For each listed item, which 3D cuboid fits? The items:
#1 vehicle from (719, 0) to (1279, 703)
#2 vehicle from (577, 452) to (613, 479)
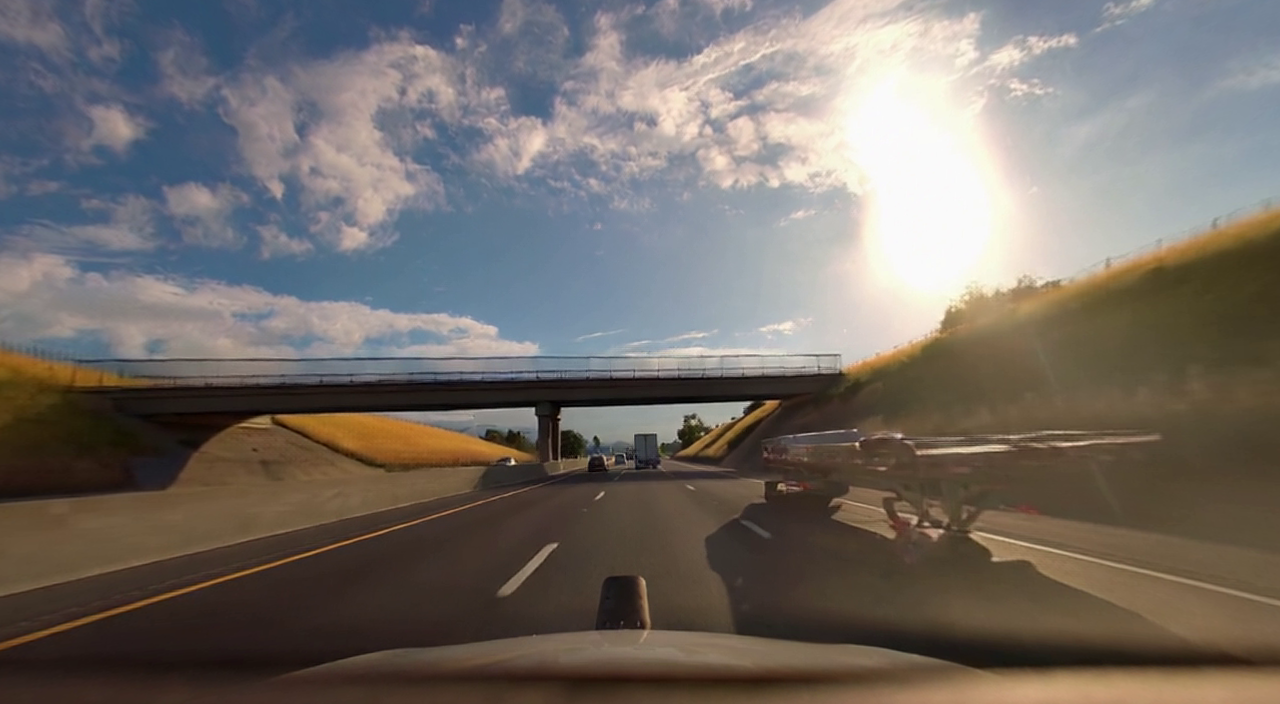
[{"bbox_3d":[4.074,1.158,11.550,3.131,4.037,16.729,0,-9,0],"label":"vehicle"},{"bbox_3d":[-2.844,7.303,40.890,2.007,1.647,3.854,0,-9,0],"label":"vehicle"}]
